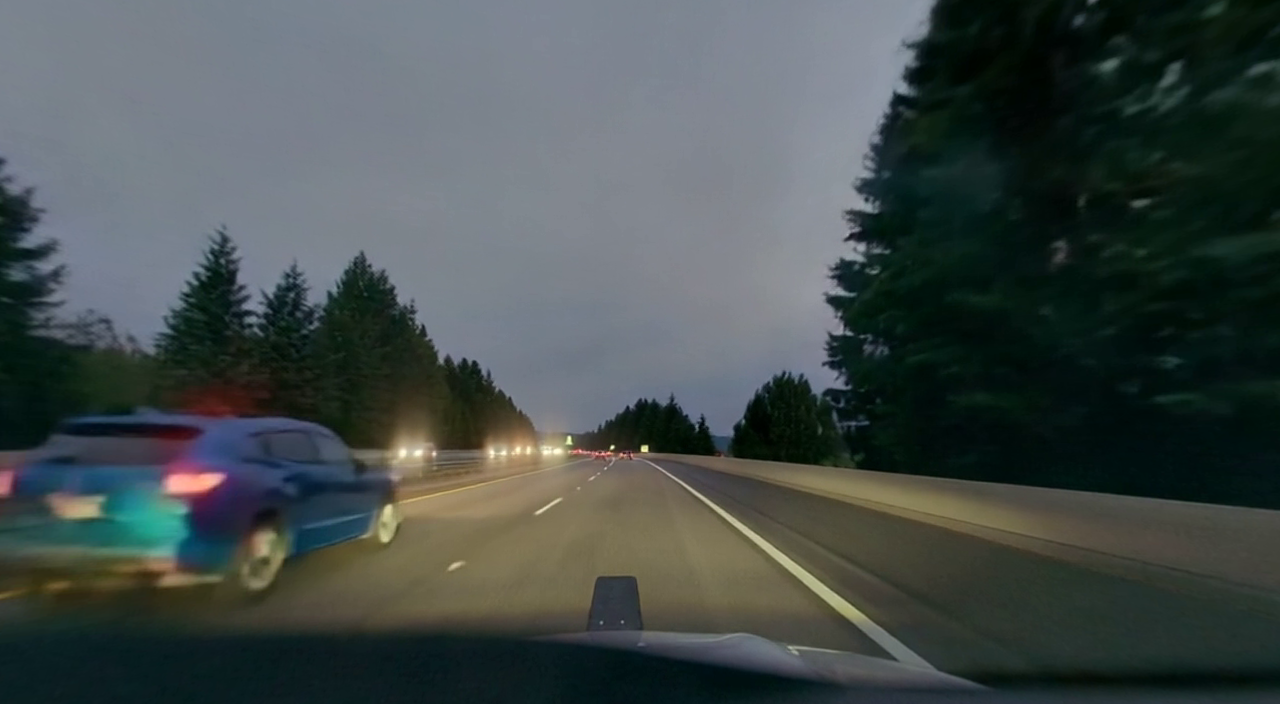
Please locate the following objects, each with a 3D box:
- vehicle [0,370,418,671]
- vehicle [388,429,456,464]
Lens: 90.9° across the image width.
[{"bbox_3d":[-4.034,1.327,5.999,2.135,1.755,4.476,0,-9,1],"label":"vehicle"},{"bbox_3d":[-12.861,5.640,37.617,2.204,1.903,5.271,0,-9,0],"label":"vehicle"}]
